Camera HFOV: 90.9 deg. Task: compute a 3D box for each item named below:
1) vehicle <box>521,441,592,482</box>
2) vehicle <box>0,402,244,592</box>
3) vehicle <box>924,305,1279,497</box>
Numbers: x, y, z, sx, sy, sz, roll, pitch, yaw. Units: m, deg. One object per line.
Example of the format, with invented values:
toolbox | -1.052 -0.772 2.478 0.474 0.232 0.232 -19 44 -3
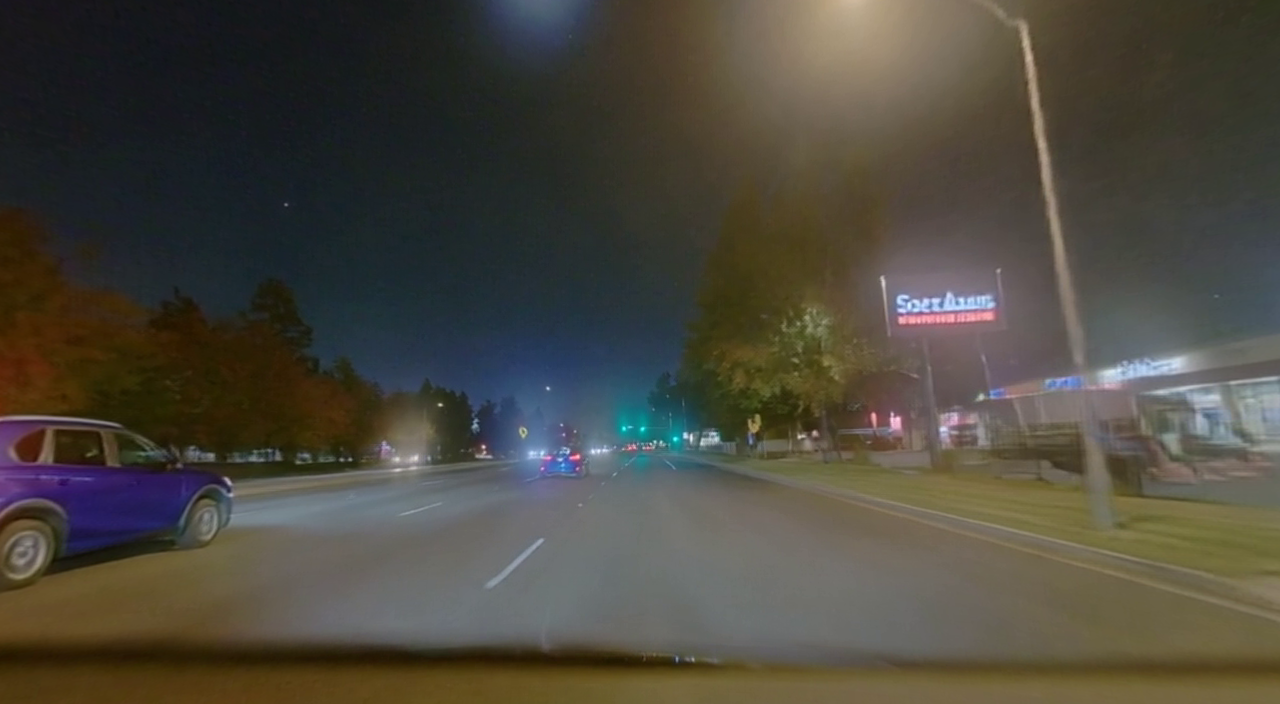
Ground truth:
vehicle | -3.203 4.323 25.237 2.152 1.479 4.394 0 -9 1
vehicle | -6.893 1.510 6.977 2.043 1.726 4.472 0 -9 1
vehicle | 11.996 1.712 17.545 2.995 3.704 10.928 0 -9 -1
